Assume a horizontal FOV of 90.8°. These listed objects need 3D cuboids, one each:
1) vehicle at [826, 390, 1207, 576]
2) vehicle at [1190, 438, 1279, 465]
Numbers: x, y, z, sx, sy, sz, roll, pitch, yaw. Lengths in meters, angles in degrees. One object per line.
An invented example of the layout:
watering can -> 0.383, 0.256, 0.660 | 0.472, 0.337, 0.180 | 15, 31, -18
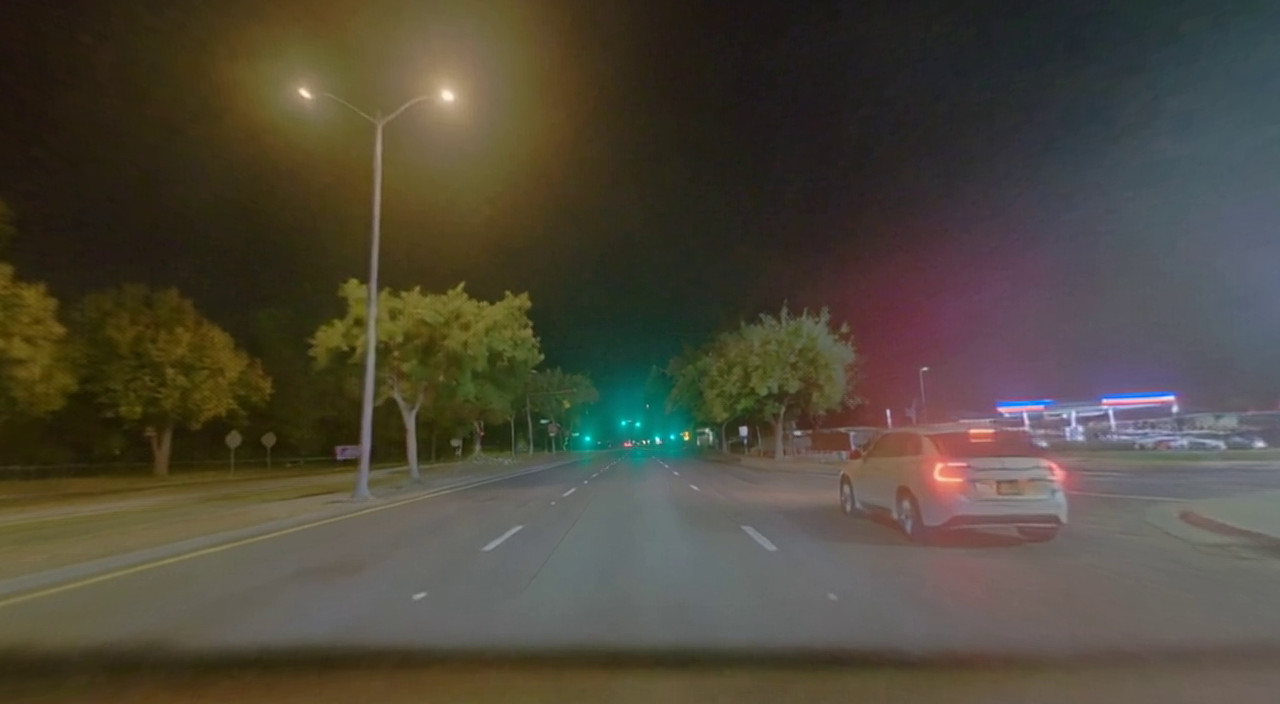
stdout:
vehicle -> 4.552, 1.692, 8.966 | 2.245, 1.864, 5.076 | 0, -8, 0
vehicle -> 34.023, 5.588, 35.615 | 4.182, 1.473, 1.840 | 0, -8, 1
